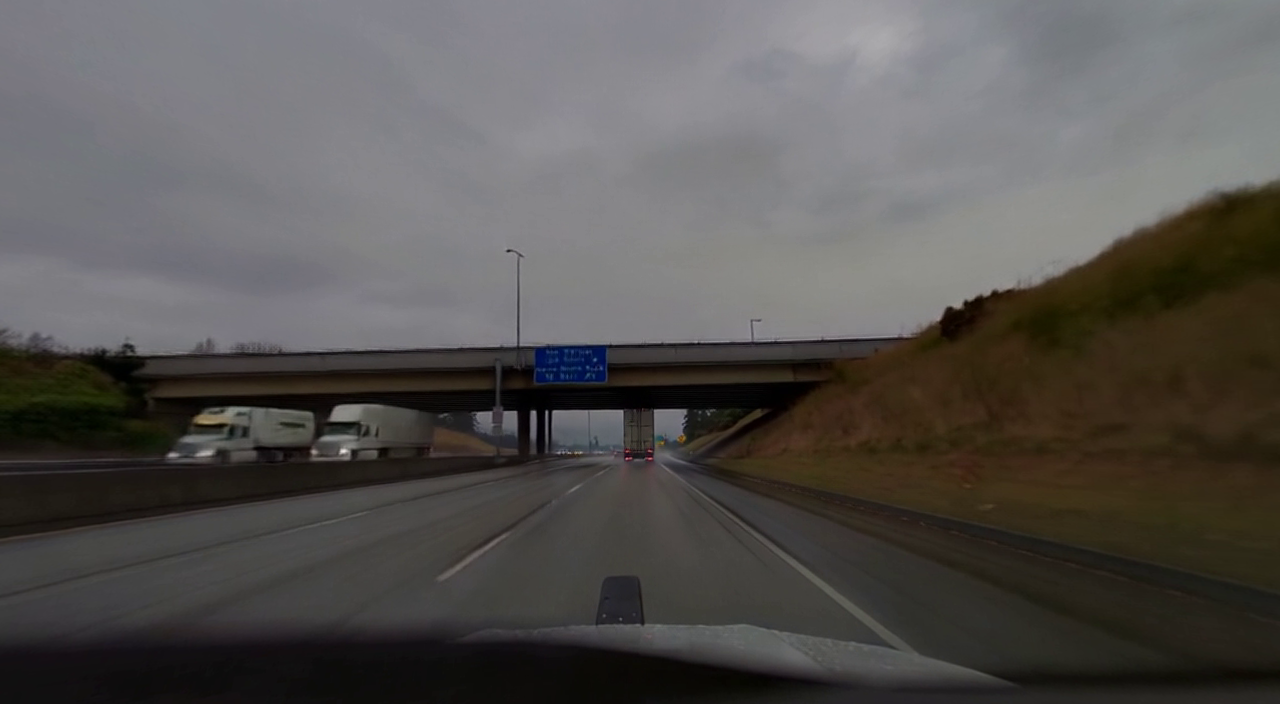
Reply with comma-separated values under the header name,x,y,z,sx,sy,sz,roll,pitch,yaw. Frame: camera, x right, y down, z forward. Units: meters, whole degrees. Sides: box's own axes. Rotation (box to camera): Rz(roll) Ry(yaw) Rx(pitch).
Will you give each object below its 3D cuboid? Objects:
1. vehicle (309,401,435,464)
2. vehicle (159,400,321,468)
name,x,y,z,sx,sy,sz,roll,pitch,yaw
vehicle,-18.987,6.149,46.423,2.997,3.896,14.226,0,-9,0
vehicle,-23.197,5.019,37.669,2.789,3.463,10.717,0,-9,-1
